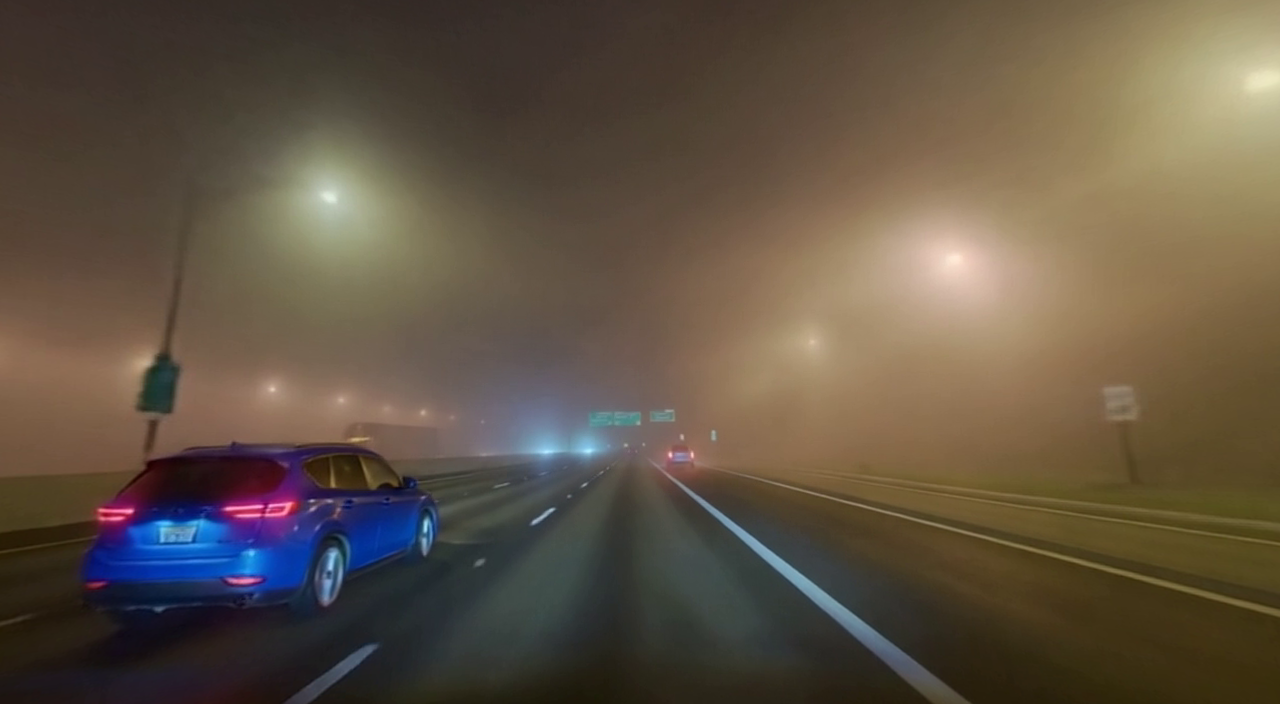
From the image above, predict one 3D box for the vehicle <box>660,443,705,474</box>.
[{"bbox_3d":[2.195,5.625,33.422,2.055,1.501,4.321,0,-9,0],"label":"vehicle"}]
